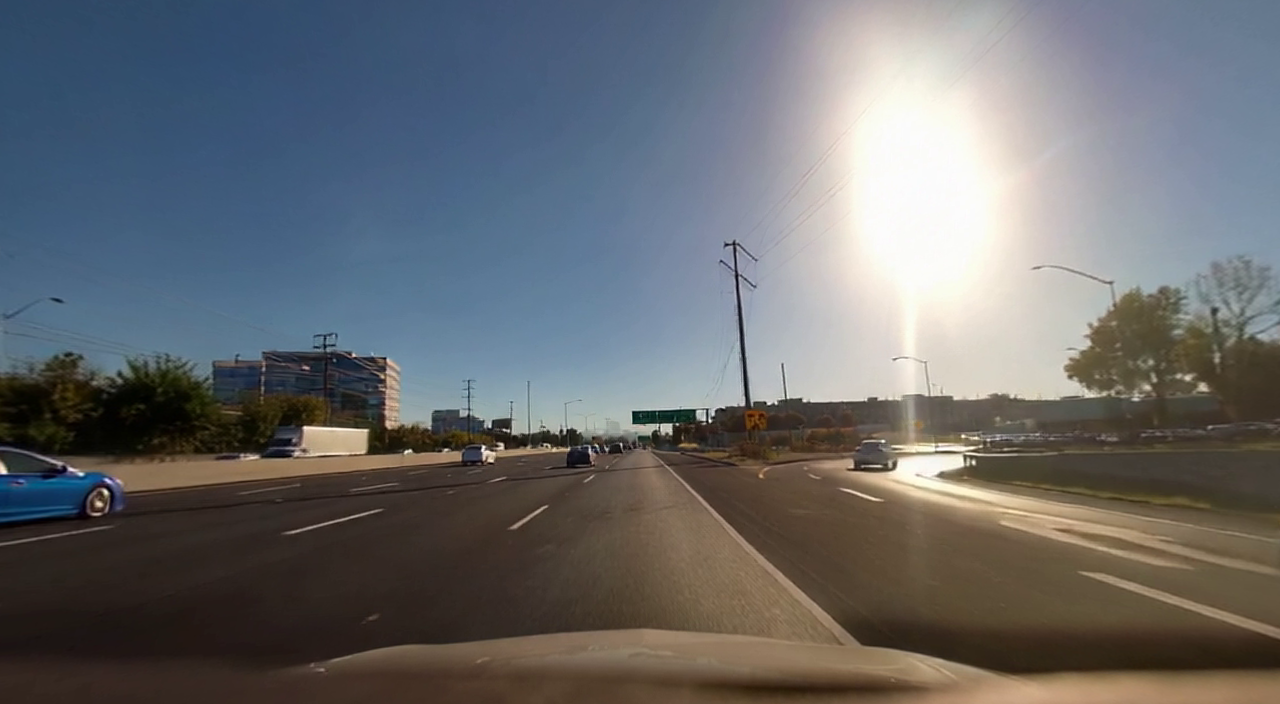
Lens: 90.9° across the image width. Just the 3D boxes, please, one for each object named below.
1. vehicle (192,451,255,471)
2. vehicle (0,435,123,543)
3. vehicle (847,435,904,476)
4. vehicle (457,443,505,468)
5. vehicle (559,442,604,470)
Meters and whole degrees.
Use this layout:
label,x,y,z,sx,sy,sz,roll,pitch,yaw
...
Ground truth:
label,x,y,z,sx,sy,sz,roll,pitch,yaw
vehicle,-32.729,8.563,49.730,1.817,1.468,4.614,0,-8,-1
vehicle,-10.190,1.905,8.663,2.002,1.526,4.822,0,-8,1
vehicle,11.427,5.040,30.915,2.127,1.815,4.777,-2,-9,15
vehicle,-10.001,6.525,40.017,1.930,1.490,3.955,0,-8,1
vehicle,-3.277,5.901,36.170,2.050,1.479,4.342,0,-8,1
